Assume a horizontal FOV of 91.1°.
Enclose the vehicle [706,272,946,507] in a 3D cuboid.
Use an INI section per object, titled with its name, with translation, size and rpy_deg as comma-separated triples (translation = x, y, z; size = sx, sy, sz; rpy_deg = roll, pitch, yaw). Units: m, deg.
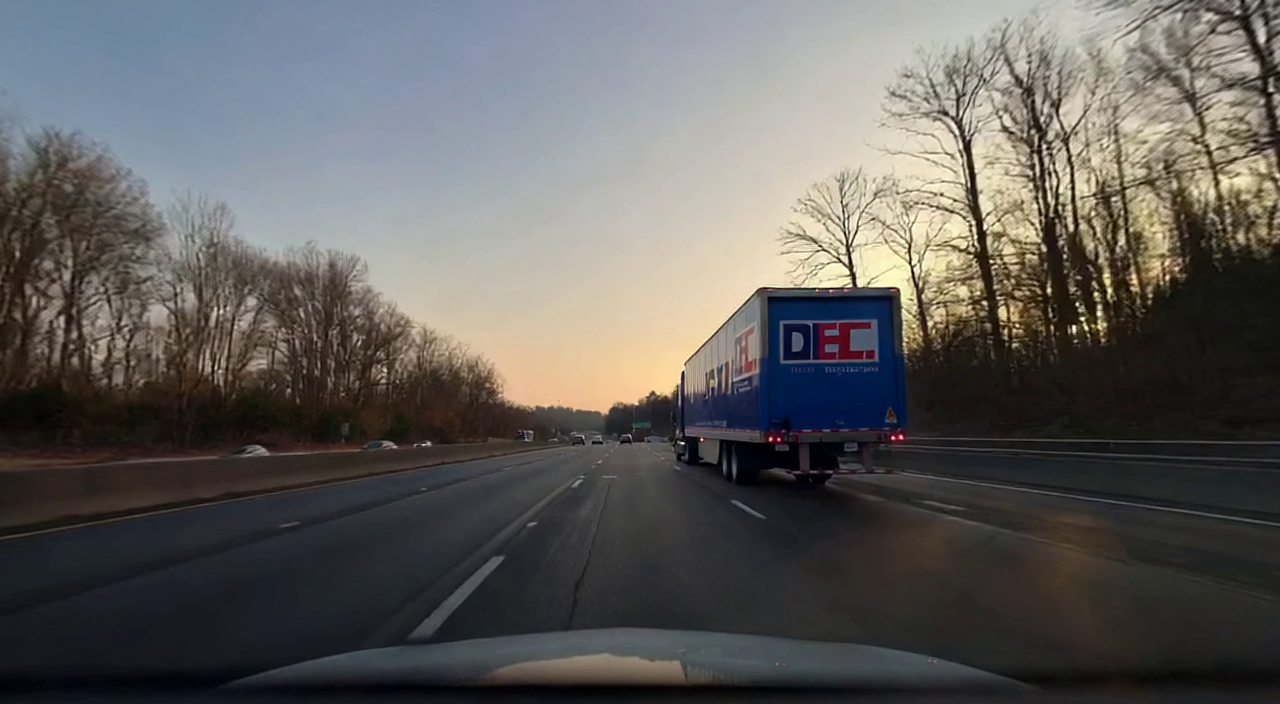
[vehicle]
translation = 3.772, 1.215, 15.730
size = 3.011, 4.211, 8.926
rpy_deg = 0, -8, -1
